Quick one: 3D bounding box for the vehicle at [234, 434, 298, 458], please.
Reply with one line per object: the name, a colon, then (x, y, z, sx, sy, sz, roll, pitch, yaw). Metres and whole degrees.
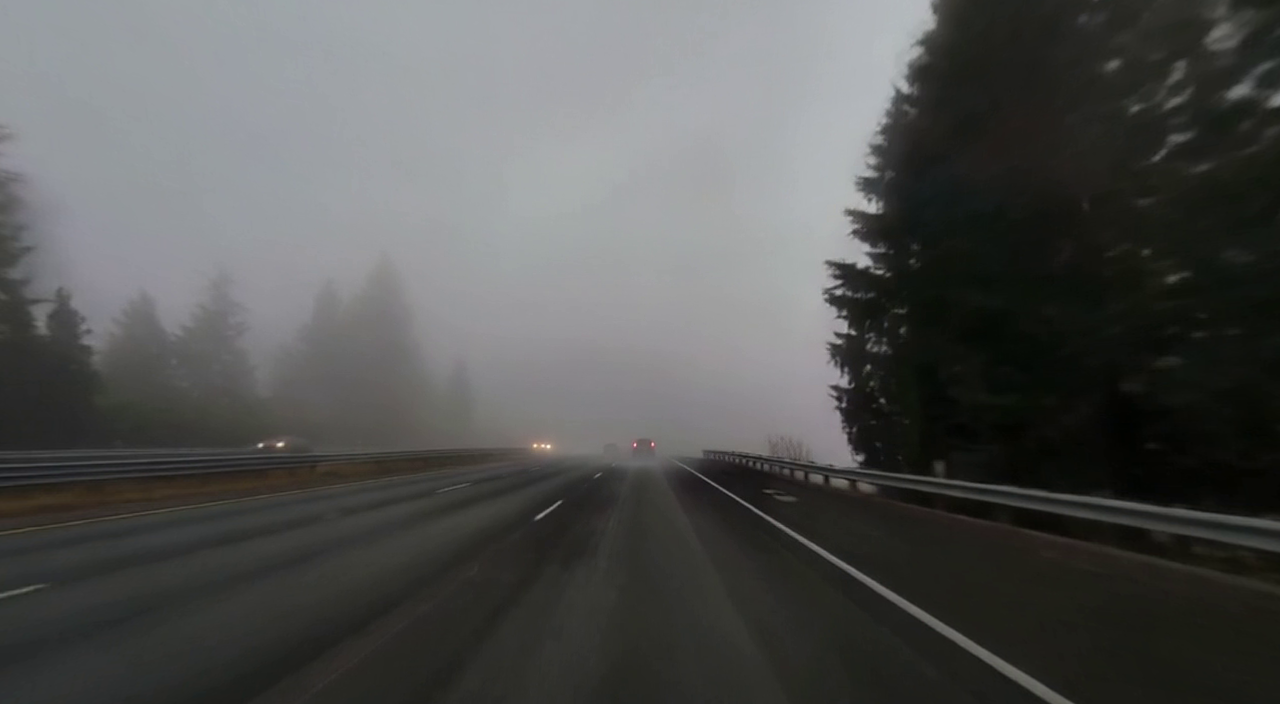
vehicle: (-24.245, 6.126, 40.933, 1.737, 1.477, 3.839, 0, -8, 1)
